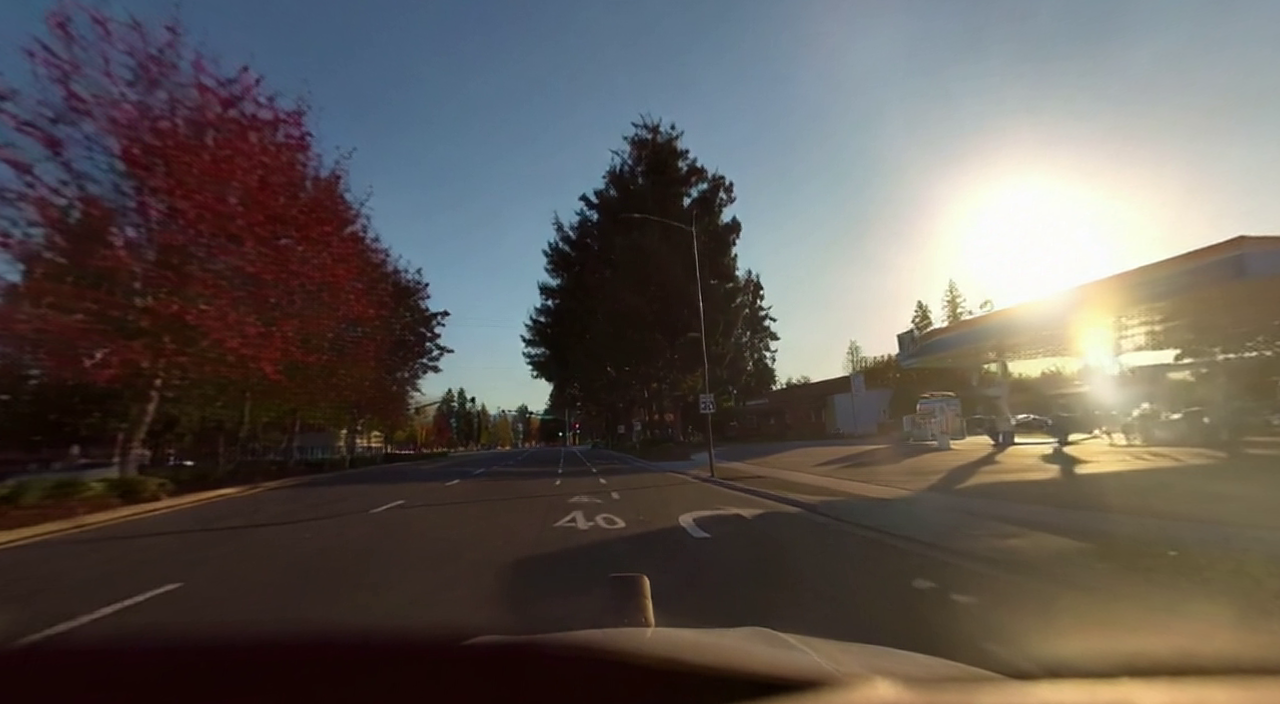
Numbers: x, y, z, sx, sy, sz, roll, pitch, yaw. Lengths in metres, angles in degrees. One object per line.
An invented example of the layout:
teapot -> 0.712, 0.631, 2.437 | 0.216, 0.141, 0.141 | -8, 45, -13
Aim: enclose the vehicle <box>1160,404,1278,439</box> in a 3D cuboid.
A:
vehicle -> 31.419, 3.814, 34.384 | 4.323, 1.447, 1.710 | -9, -7, 29
